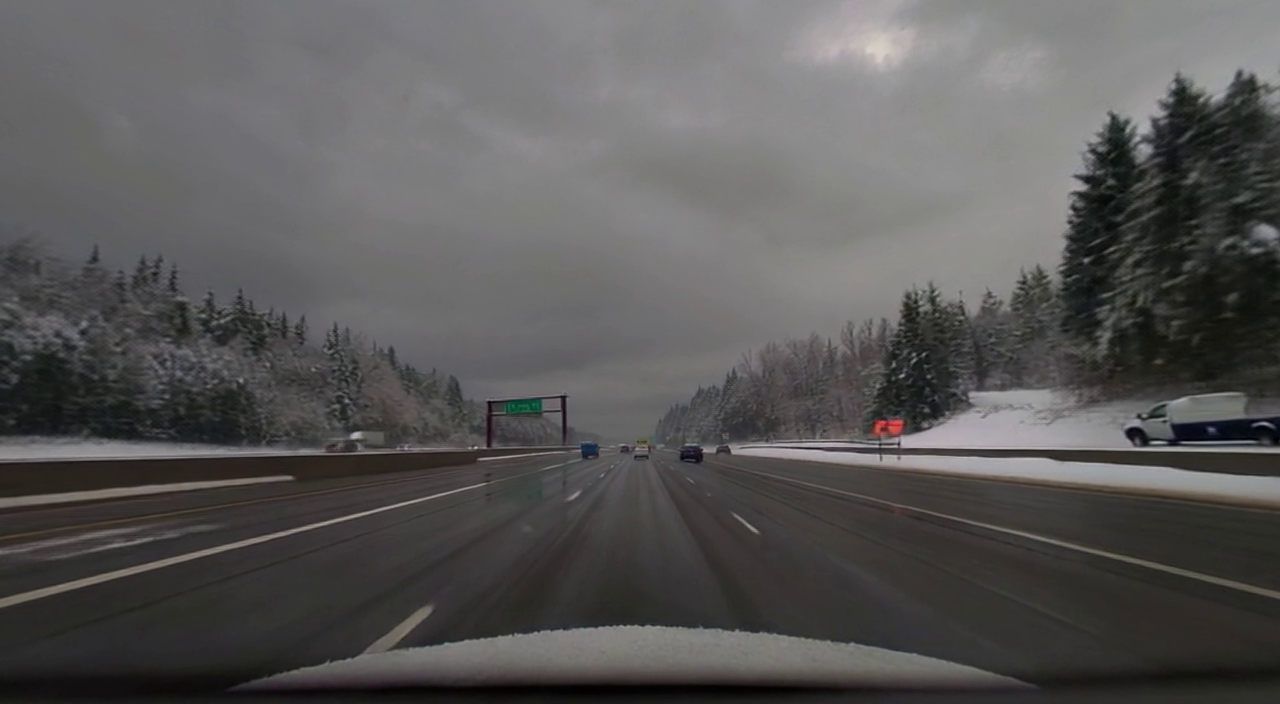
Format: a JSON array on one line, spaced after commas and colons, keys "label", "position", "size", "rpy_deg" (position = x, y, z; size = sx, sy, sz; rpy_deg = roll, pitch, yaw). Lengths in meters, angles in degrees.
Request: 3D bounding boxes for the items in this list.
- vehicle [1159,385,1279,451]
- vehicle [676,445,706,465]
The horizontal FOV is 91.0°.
[{"label": "vehicle", "position": [42.069, 4.382, 41.165], "size": [2.955, 4.183, 15.830], "rpy_deg": [0, -9, 0]}, {"label": "vehicle", "position": [3.938, 8.069, 49.419], "size": [2.076, 1.506, 4.050], "rpy_deg": [0, -9, 0]}]
